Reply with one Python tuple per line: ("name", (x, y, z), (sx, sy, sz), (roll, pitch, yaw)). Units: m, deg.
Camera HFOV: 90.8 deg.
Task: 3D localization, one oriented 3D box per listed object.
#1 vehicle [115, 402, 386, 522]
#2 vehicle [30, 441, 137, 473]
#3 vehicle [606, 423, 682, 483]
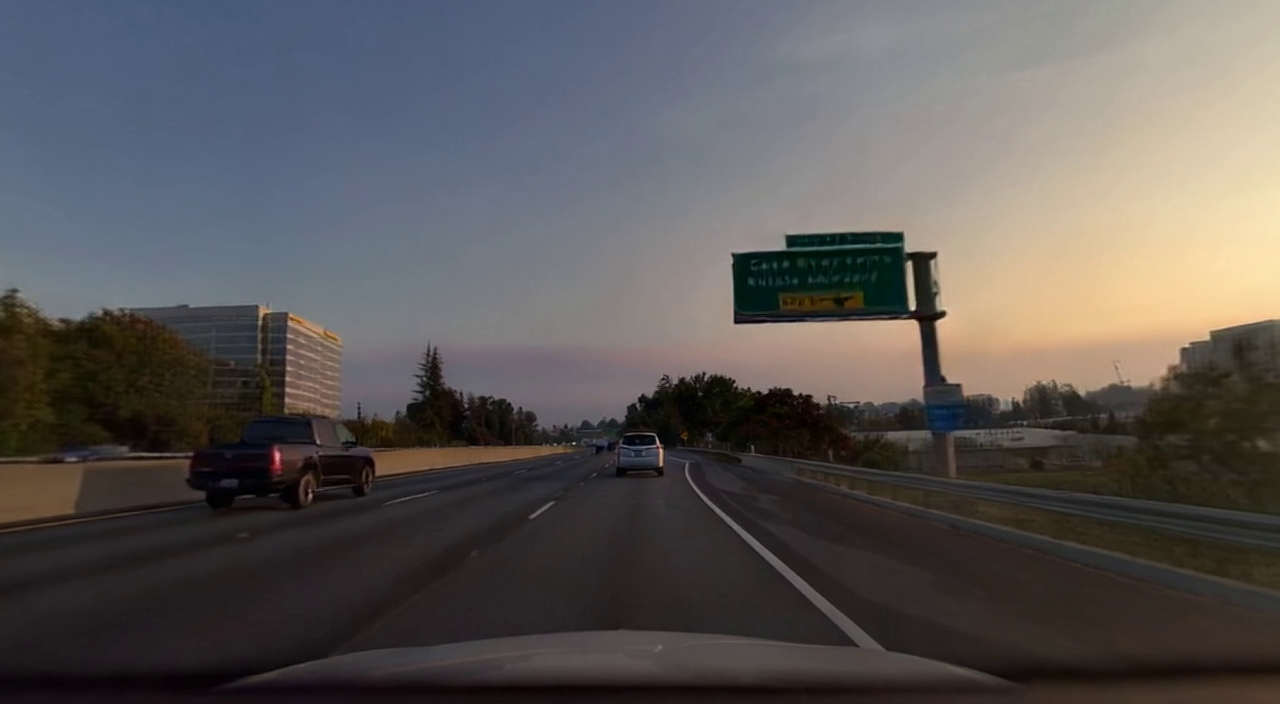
("vehicle", (-7.452, 2.192, 13.017), (2.289, 1.955, 5.147), (0, -9, 0))
("vehicle", (-35.915, 6.780, 41.008), (2.163, 1.933, 5.256), (0, -9, -1))
("vehicle", (0.263, 3.755, 23.607), (2.497, 1.957, 5.432), (0, -9, 3))
